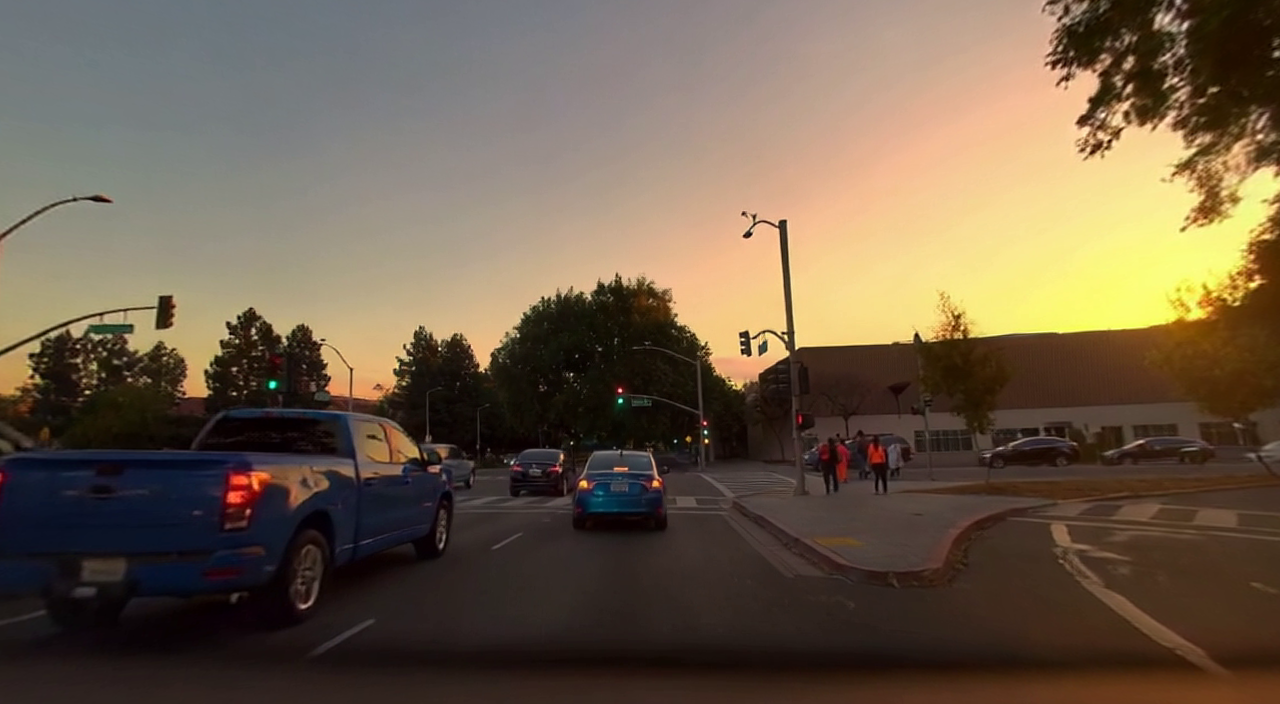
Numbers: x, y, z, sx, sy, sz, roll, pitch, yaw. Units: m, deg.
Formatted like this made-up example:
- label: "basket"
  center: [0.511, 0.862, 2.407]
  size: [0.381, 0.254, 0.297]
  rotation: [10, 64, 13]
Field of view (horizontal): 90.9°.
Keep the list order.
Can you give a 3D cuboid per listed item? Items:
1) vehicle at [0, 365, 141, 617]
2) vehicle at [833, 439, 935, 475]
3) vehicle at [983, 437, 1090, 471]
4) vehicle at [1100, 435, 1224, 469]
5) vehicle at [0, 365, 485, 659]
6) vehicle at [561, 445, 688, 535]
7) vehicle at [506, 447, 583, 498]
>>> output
- label: "vehicle"
  center: [-6.560, 0.879, 3.490]
  size: [2.544, 2.018, 5.893]
  rotation: [0, -9, 3]
- label: "vehicle"
  center: [12.385, 5.366, 32.257]
  size: [4.394, 1.724, 1.886]
  rotation: [0, -9, 1]
- label: "vehicle"
  center: [22.107, 5.698, 35.303]
  size: [4.529, 1.786, 2.110]
  rotation: [0, -9, 2]
- label: "vehicle"
  center: [29.113, 5.600, 35.283]
  size: [4.967, 1.794, 2.044]
  rotation: [0, -9, 3]
- label: "vehicle"
  center: [-3.491, 1.437, 6.808]
  size: [2.202, 1.961, 4.980]
  rotation: [0, -9, 2]
- label: "vehicle"
  center: [-0.231, 2.682, 12.946]
  size: [2.144, 1.497, 4.446]
  rotation: [0, -9, 1]
- label: "vehicle"
  center: [-3.331, 4.295, 22.955]
  size: [2.003, 1.655, 4.878]
  rotation: [0, -9, 0]
